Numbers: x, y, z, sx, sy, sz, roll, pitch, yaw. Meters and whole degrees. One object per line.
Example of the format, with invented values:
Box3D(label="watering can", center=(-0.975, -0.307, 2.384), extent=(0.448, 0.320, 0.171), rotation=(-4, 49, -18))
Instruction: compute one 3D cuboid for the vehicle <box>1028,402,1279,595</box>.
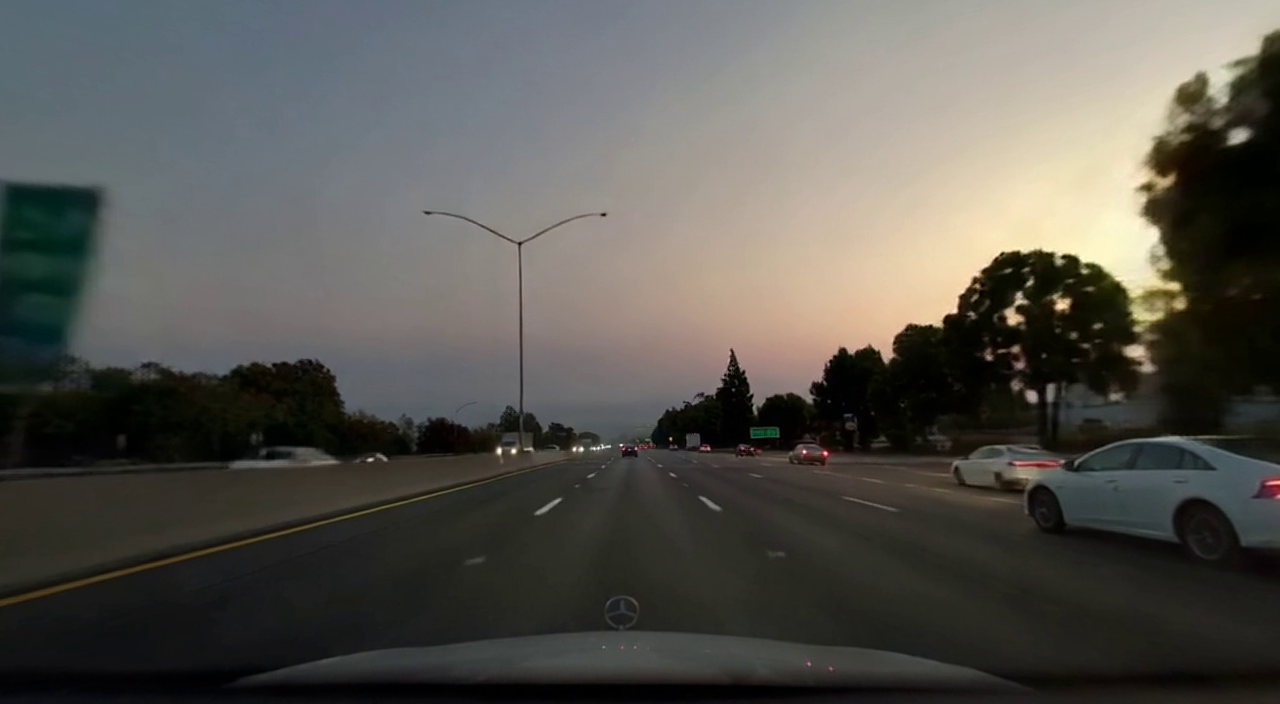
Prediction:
Box3D(label="vehicle", center=(6.625, 1.466, 6.739), extent=(2.027, 1.679, 4.543), rotation=(0, -8, -1))

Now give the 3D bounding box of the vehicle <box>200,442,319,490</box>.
Box3D(label="vehicle", center=(-10.905, 3.251, 18.367), extent=(1.491, 1.186, 3.271), rotation=(1, -8, -2))

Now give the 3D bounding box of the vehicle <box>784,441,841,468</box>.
Box3D(label="vehicle", center=(10.477, 6.292, 38.833), extent=(1.962, 1.536, 4.945), rotation=(0, -8, -2))
